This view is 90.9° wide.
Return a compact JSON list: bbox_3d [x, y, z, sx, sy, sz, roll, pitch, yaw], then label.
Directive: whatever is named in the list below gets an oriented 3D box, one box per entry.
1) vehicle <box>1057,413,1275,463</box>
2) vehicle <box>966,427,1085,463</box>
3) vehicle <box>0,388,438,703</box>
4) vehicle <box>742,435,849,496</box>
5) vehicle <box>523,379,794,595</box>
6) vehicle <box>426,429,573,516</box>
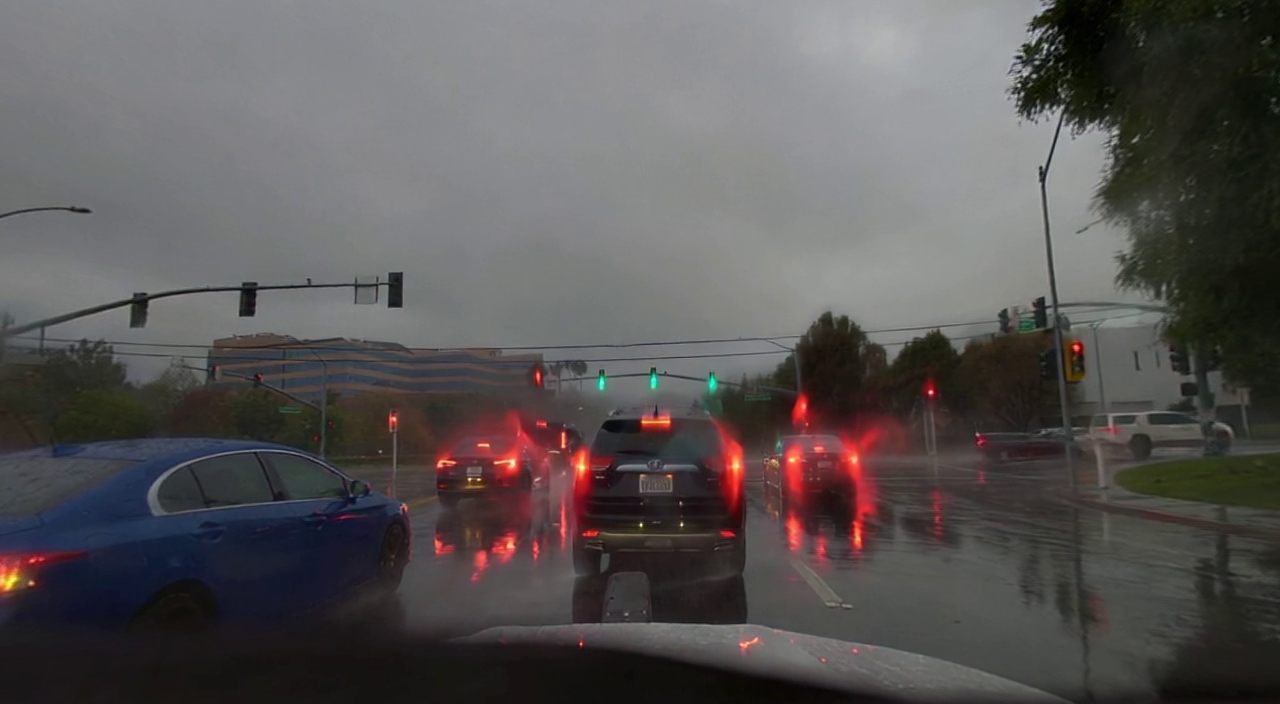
[{"bbox_3d":[23.078,3.816,28.031,6.879,1.984,2.808,-2,-7,7],"label":"vehicle"},{"bbox_3d":[17.513,4.254,28.858,4.026,1.573,2.271,-2,-9,11],"label":"vehicle"},{"bbox_3d":[-3.218,1.193,4.386,1.958,1.494,4.624,0,-8,2],"label":"vehicle"},{"bbox_3d":[4.109,3.058,17.334,1.979,1.453,4.011,0,-8,1],"label":"vehicle"},{"bbox_3d":[0.211,1.465,7.635,2.300,1.832,4.331,0,-8,2],"label":"vehicle"},{"bbox_3d":[-2.678,2.394,13.054,1.851,1.502,4.042,0,-8,4],"label":"vehicle"}]
